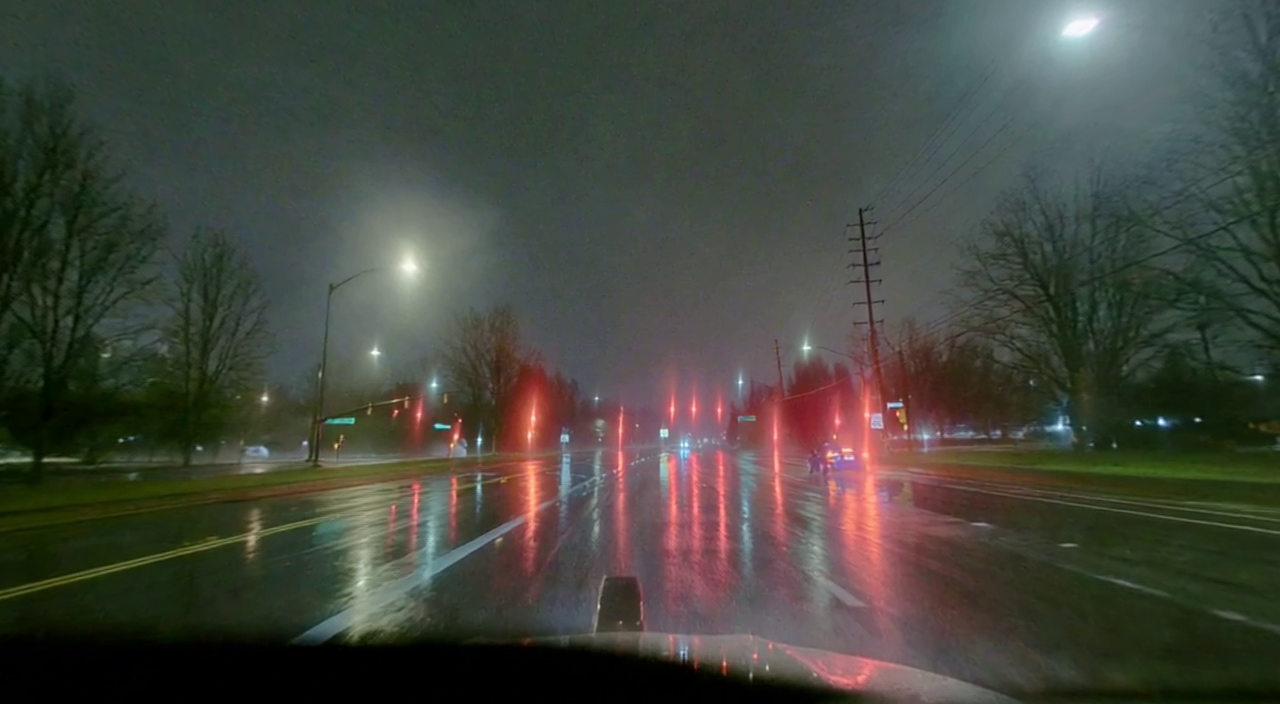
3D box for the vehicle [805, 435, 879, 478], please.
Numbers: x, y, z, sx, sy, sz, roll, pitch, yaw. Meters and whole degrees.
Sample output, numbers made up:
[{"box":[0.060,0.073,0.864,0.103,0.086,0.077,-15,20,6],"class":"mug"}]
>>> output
[{"box":[7.894,4.132,25.057,1.797,1.544,3.685,0,-9,2],"class":"vehicle"}]
